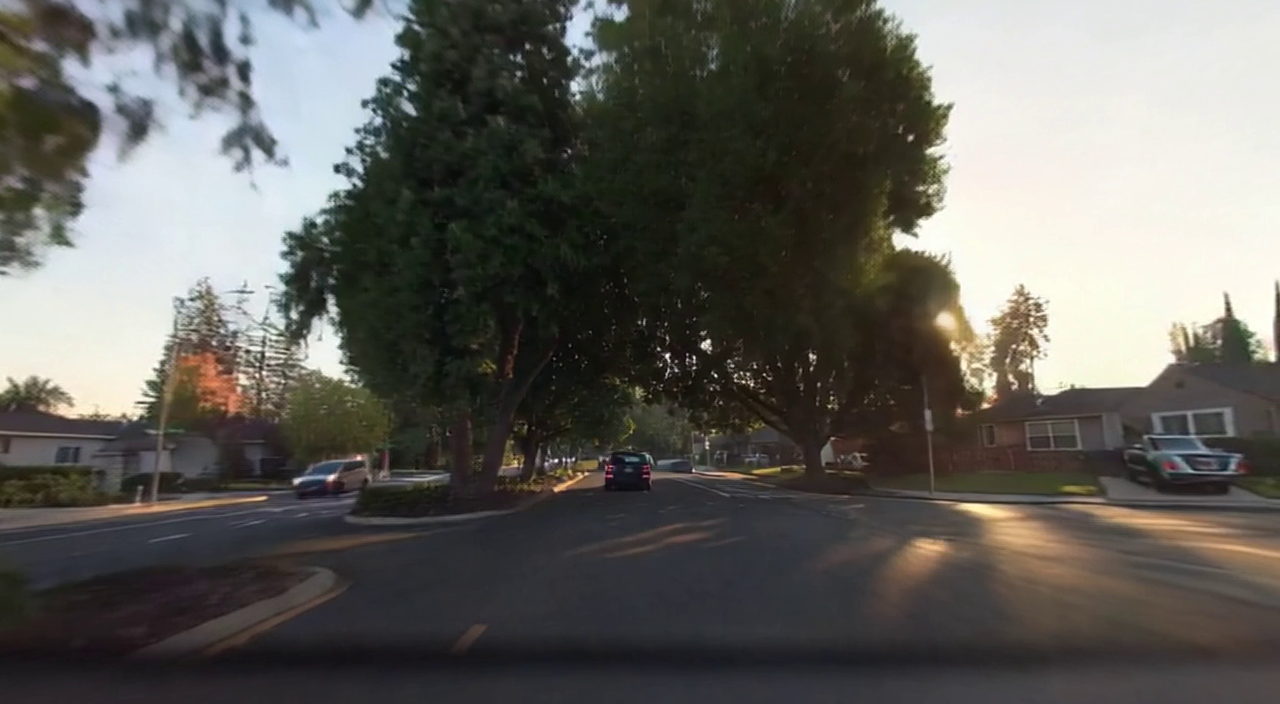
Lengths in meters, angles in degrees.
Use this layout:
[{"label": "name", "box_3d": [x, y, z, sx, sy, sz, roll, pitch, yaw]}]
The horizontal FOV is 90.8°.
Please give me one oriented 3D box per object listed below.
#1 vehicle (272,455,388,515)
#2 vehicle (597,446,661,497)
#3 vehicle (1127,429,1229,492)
[{"label": "vehicle", "box_3d": [-9.053, 3.871, 18.810, 1.861, 1.516, 3.752, 1, -9, -6]}, {"label": "vehicle", "box_3d": [-0.391, 4.228, 22.753, 2.106, 1.655, 3.717, 0, -9, 0]}, {"label": "vehicle", "box_3d": [17.342, 3.482, 20.600, 2.128, 1.771, 4.721, -6, -11, 36]}]
